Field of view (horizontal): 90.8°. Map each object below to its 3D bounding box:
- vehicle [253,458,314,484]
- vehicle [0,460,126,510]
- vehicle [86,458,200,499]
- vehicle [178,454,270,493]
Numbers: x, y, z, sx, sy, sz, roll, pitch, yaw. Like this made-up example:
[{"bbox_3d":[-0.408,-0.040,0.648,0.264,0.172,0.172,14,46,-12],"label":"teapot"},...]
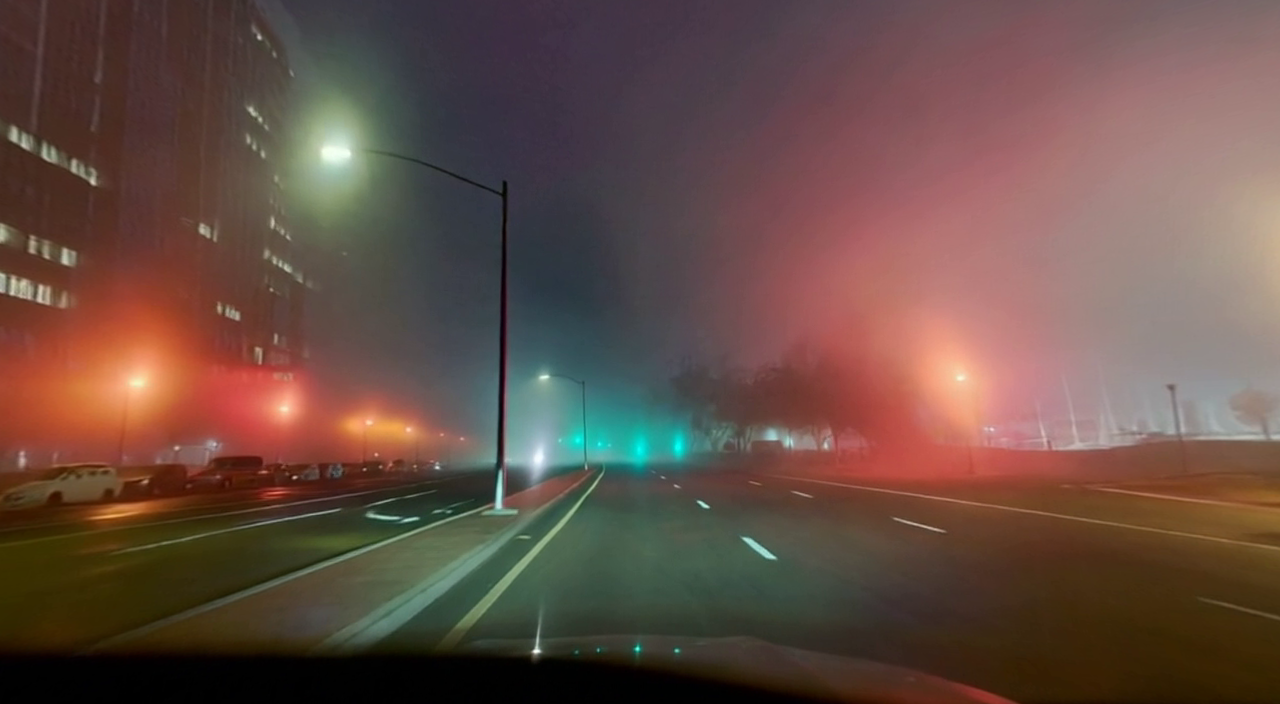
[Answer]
[{"bbox_3d":[-26.533,8.855,47.155,1.972,1.729,4.782,0,-9,-3],"label":"vehicle"},{"bbox_3d":[-25.281,5.604,27.156,2.099,1.814,5.092,0,-9,-1],"label":"vehicle"},{"bbox_3d":[-25.660,6.527,32.925,2.136,1.843,5.019,0,-9,-4],"label":"vehicle"},{"bbox_3d":[-25.614,7.435,39.189,2.291,2.040,5.186,-3,-8,-1],"label":"vehicle"}]
